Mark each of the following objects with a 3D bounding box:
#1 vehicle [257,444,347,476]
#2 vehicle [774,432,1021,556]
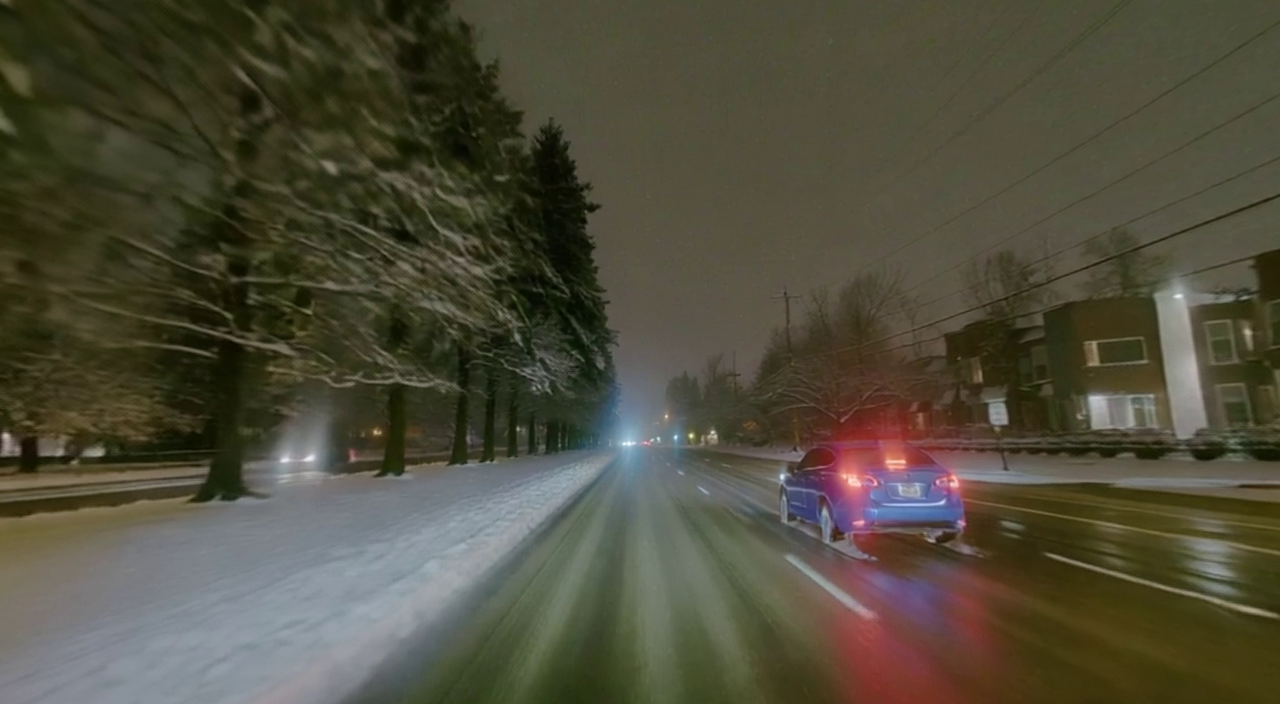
[{"bbox_3d":[-16.912,5.403,31.906,1.921,1.466,4.804,0,-8,0],"label":"vehicle"},{"bbox_3d":[3.565,2.019,9.795,1.950,1.473,4.259,0,-8,-1],"label":"vehicle"}]
